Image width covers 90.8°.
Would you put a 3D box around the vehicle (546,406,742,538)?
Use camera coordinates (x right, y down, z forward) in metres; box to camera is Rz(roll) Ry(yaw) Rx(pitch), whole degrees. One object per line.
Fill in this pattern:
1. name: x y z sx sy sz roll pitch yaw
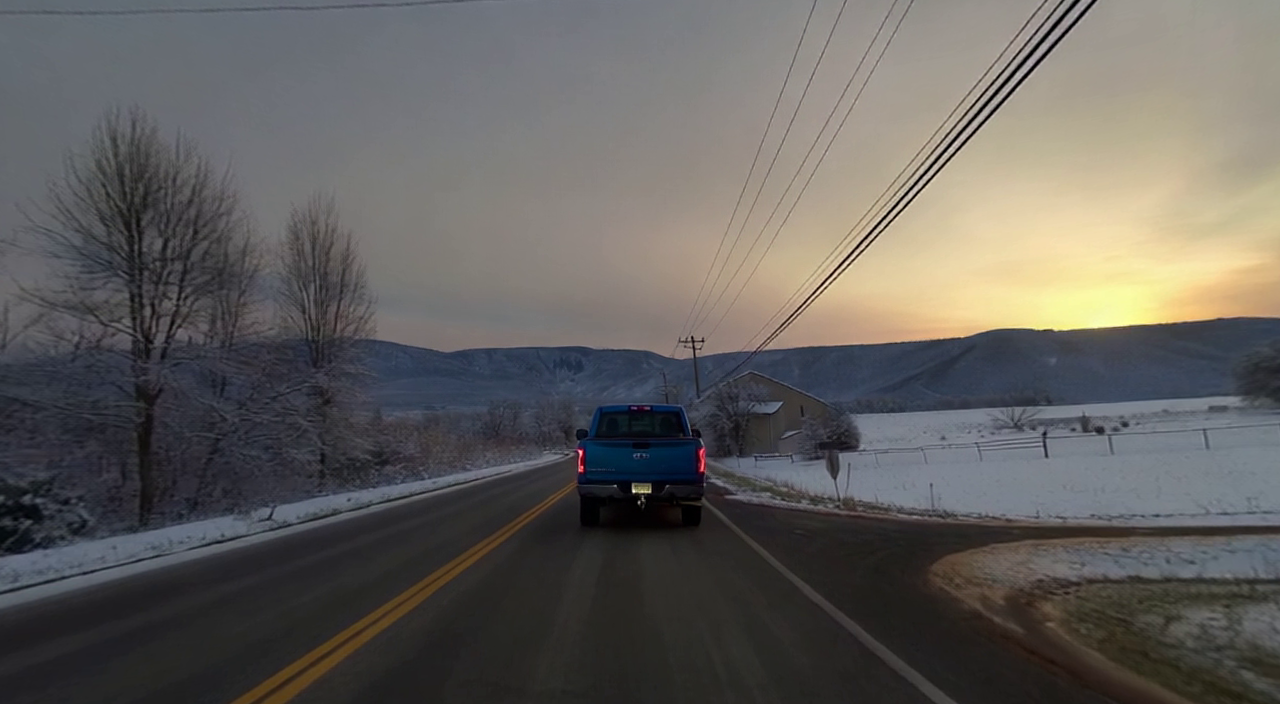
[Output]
1. vehicle: -0.008 2.138 11.987 2.774 1.861 5.885 0 -8 -1
